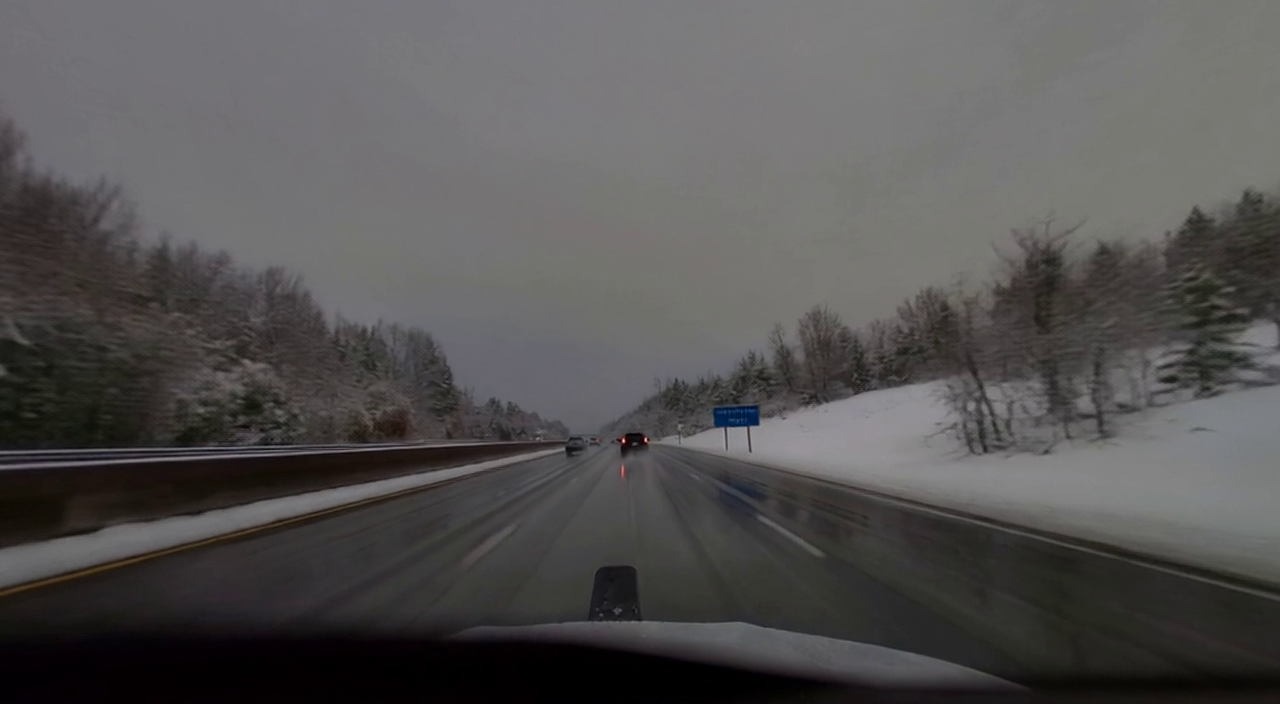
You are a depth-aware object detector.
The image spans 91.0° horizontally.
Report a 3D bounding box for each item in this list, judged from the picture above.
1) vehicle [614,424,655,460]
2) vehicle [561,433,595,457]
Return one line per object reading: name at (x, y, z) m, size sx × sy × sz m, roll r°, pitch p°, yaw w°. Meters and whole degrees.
vehicle at (-0.370, 5.173, 36.253) m, size 2.223 × 1.957 × 4.416 m, roll 0°, pitch -8°, yaw -2°
vehicle at (-4.409, 6.633, 45.032) m, size 2.062 × 1.567 × 4.117 m, roll 0°, pitch -8°, yaw -1°
